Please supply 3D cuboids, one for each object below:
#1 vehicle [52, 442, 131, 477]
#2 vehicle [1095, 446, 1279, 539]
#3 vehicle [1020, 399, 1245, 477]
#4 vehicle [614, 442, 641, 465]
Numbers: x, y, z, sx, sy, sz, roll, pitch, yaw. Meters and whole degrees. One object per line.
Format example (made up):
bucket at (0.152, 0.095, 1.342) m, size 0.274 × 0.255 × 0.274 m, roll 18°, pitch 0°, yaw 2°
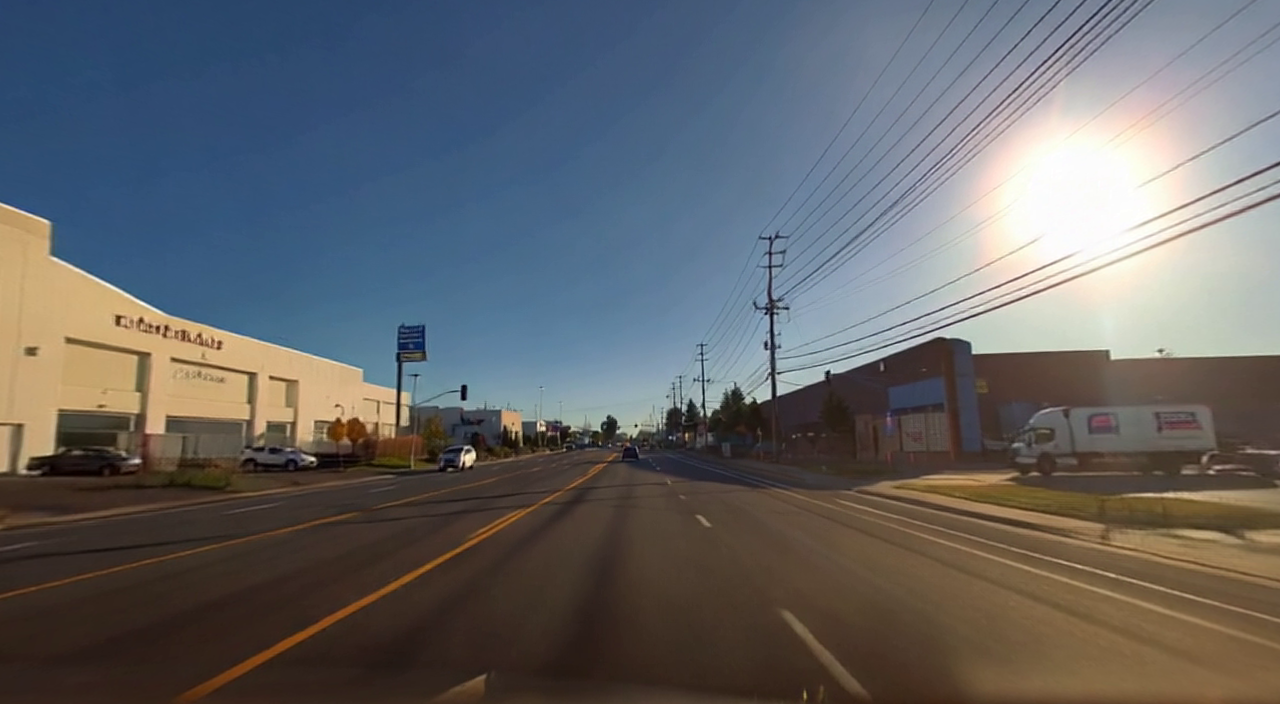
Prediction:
vehicle at (-31.606, 6.143, 36.347) m, size 4.992 × 1.876 × 2.169 m, roll -6°, pitch -10°, yaw 35°
vehicle at (11.753, 2.581, 11.970) m, size 4.758 × 1.496 × 1.871 m, roll -1°, pitch -9°, yaw 0°
vehicle at (24.620, 4.366, 31.978) m, size 8.701 × 3.665 × 2.906 m, roll 0°, pitch -8°, yaw 1°
vehicle at (-0.879, 7.407, 46.218) m, size 1.937 × 1.588 × 3.746 m, roll 0°, pitch -8°, yaw 0°
